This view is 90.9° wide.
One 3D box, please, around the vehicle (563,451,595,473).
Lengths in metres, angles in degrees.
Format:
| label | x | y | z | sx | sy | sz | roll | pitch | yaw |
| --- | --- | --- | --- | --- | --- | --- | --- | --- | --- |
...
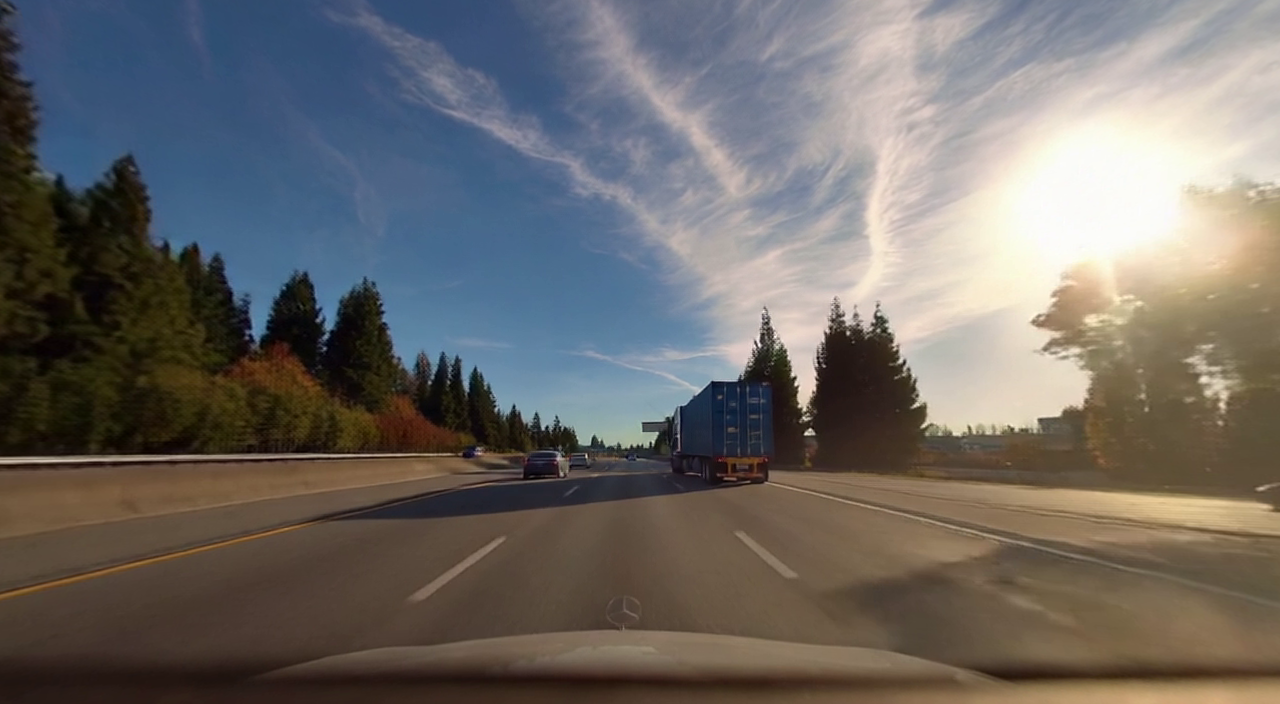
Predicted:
| label | x | y | z | sx | sy | sz | roll | pitch | yaw |
| --- | --- | --- | --- | --- | --- | --- | --- | --- | --- |
| vehicle | -4.520 | 8.175 | 47.071 | 2.063 | 1.532 | 3.763 | 0 | -9 | -1 |

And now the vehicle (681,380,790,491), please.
| label | x | y | z | sx | sy | sz | roll | pitch | yaw |
| --- | --- | --- | --- | --- | --- | --- | --- | --- | --- |
| vehicle | 3.922 | 4.063 | 29.702 | 2.821 | 4.046 | 12.876 | 0 | -9 | -1 |

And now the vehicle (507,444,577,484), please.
| label | x | y | z | sx | sy | sz | roll | pitch | yaw |
| --- | --- | --- | --- | --- | --- | --- | --- | --- | --- |
| vehicle | -4.364 | 5.096 | 29.019 | 2.370 | 1.647 | 5.091 | 0 | -9 | 0 |
